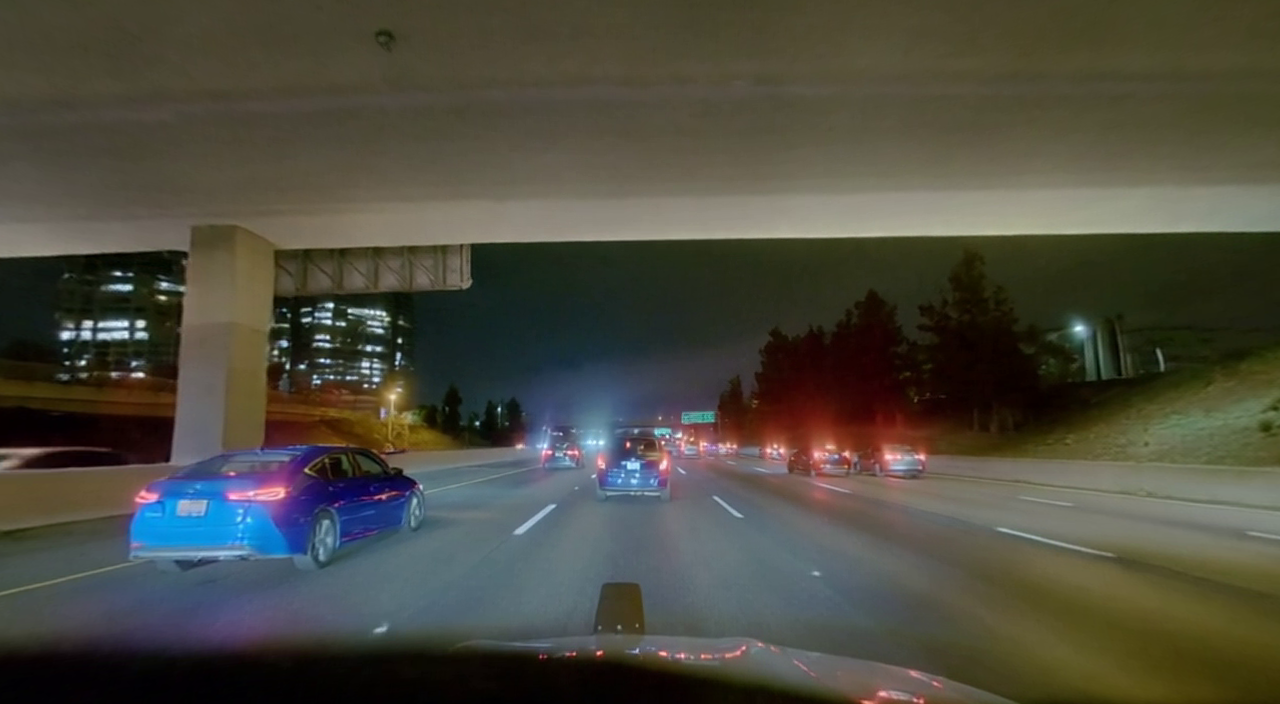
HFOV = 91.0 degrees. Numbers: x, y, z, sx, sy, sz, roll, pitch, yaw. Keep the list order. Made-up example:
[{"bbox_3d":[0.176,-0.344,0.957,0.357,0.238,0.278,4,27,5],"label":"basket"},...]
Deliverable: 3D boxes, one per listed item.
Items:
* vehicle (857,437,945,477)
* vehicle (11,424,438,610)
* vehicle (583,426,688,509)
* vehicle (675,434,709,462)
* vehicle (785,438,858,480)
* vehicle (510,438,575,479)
[{"bbox_3d":[11.504,4.661,28.129,1.992,1.625,4.359,1,-9,-1],"label":"vehicle"},{"bbox_3d":[-4.087,1.675,7.369,1.974,1.478,4.412,0,-9,0],"label":"vehicle"},{"bbox_3d":[-0.089,2.719,15.200,2.181,1.697,4.021,0,-9,0],"label":"vehicle"},{"bbox_3d":[3.738,6.973,45.735,2.069,1.876,4.447,0,-9,0],"label":"vehicle"},{"bbox_3d":[7.325,4.341,25.738,1.880,1.526,3.641,0,-9,0],"label":"vehicle"},{"bbox_3d":[-3.953,4.391,26.162,1.947,1.516,4.295,0,-9,1],"label":"vehicle"}]
